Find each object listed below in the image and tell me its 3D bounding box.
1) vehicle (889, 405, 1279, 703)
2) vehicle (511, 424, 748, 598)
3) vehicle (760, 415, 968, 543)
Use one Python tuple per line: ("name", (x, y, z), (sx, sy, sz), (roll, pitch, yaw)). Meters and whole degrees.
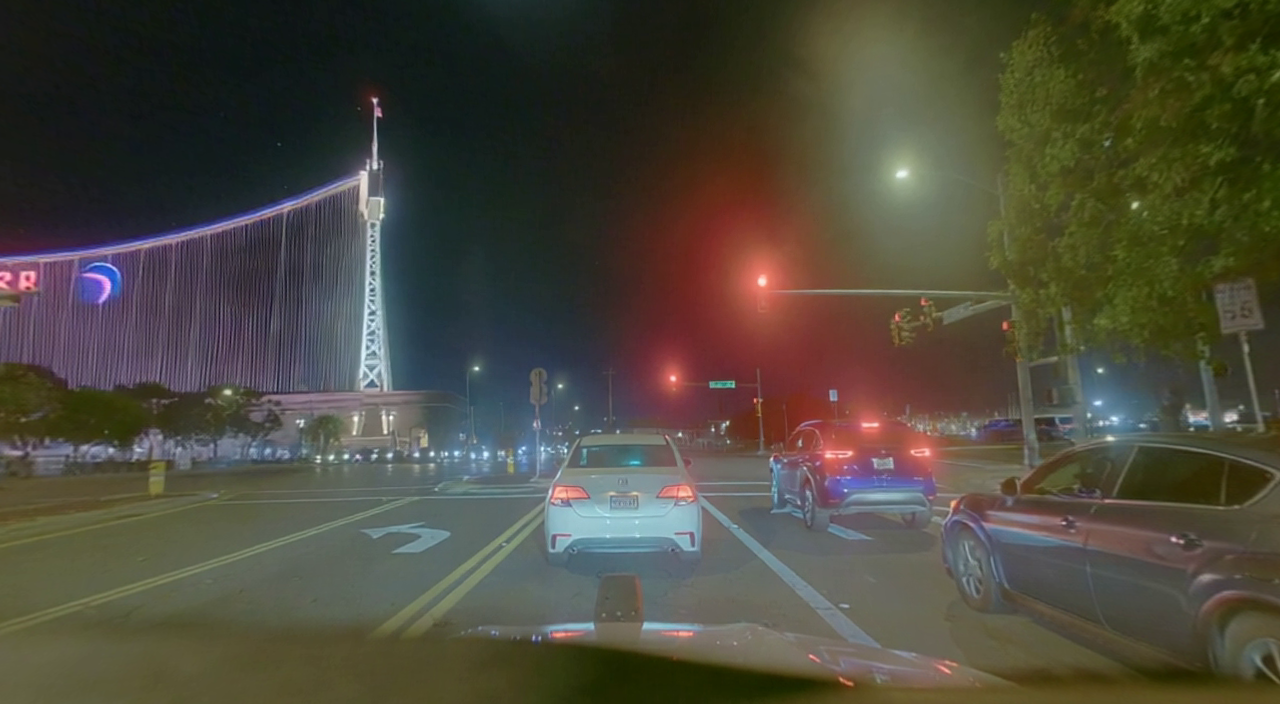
("vehicle", (3.387, 1.175, 4.012), (1.833, 1.465, 4.258), (0, -8, -1))
("vehicle", (-0.102, 1.696, 7.557), (2.096, 1.521, 3.747), (0, -8, 0))
("vehicle", (3.522, 2.095, 11.051), (1.978, 1.738, 4.599), (0, -8, 1))
